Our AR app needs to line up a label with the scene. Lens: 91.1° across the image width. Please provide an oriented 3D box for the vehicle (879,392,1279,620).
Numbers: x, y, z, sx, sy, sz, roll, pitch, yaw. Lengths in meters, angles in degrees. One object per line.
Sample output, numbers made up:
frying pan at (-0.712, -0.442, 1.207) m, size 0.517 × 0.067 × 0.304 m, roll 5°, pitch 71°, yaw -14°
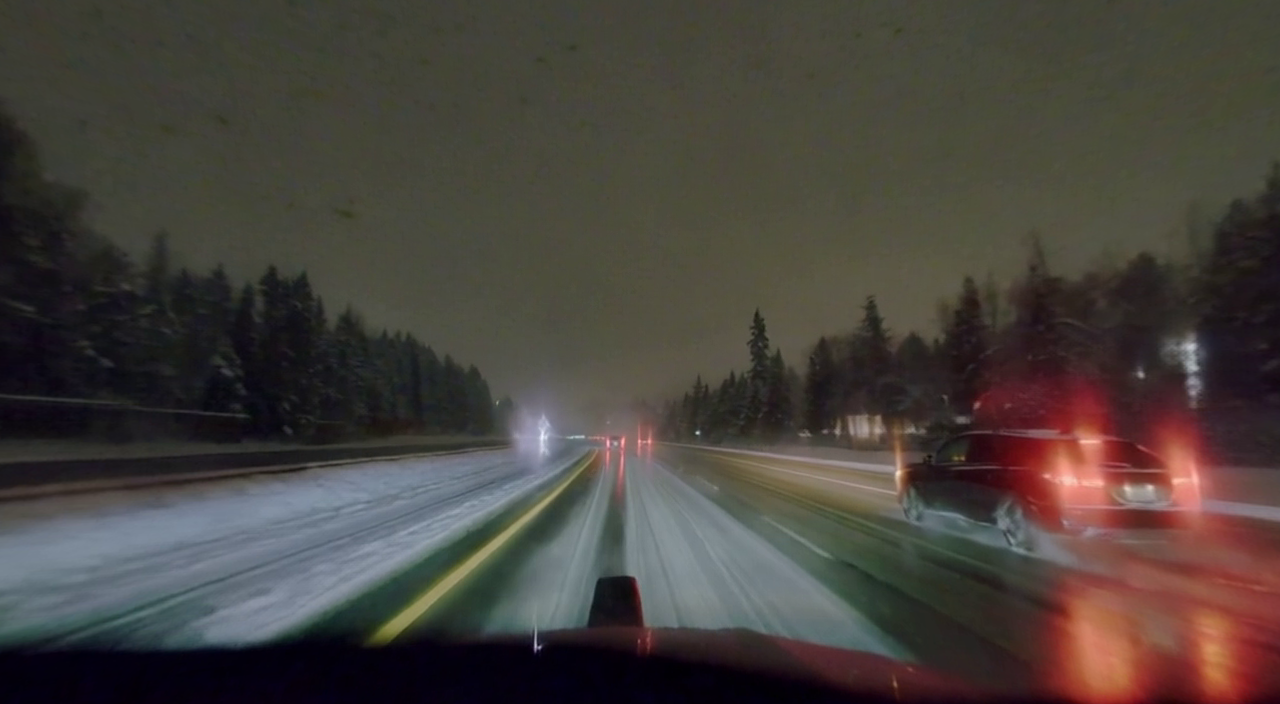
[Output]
vehicle at (4.001, 1.281, 6.097) m, size 1.852 × 1.513 × 3.652 m, roll 0°, pitch -8°, yaw -1°

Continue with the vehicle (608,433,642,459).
vehicle at (-0.989, 5.905, 39.731) m, size 1.998 × 1.512 × 3.735 m, roll 1°, pitch -8°, yaw -3°
